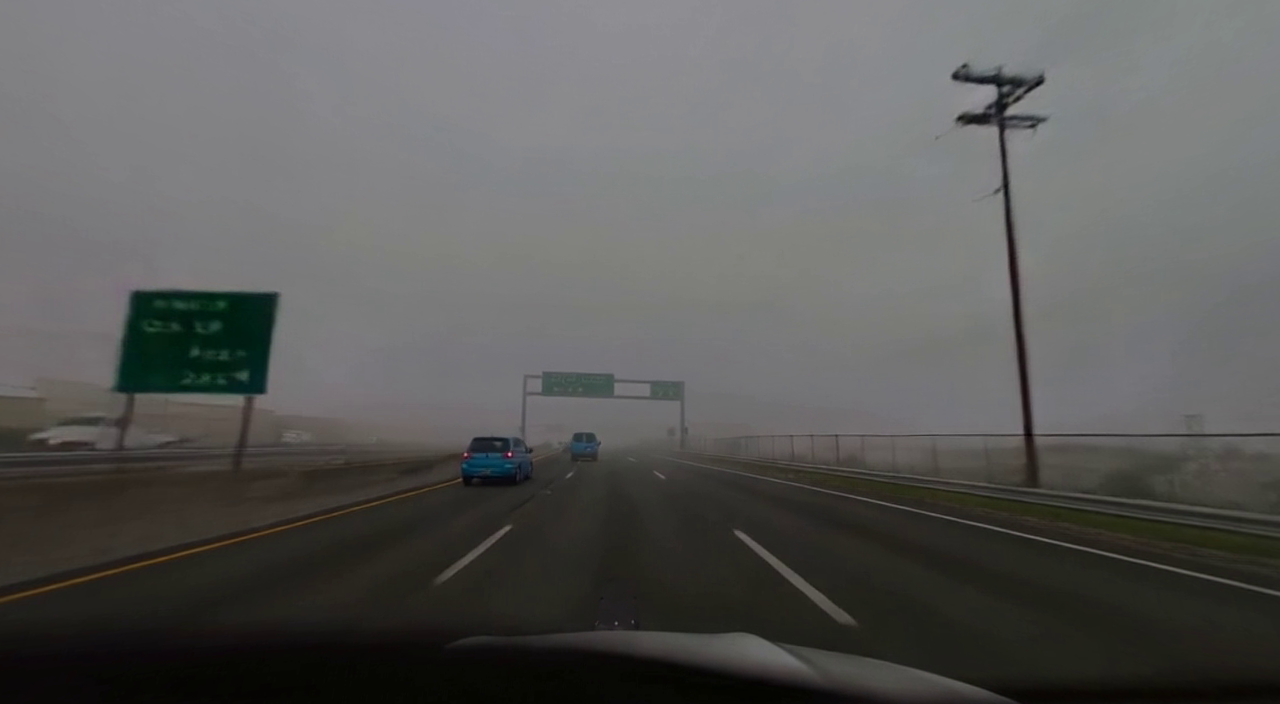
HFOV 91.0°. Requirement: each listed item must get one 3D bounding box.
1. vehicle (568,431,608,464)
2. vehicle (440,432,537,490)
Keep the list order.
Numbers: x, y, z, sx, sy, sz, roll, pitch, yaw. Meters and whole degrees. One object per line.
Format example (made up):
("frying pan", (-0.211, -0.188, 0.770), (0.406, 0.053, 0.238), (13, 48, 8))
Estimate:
("vehicle", (-3.153, 5.928, 39.159), (2.260, 1.901, 4.665), (0, -8, -2))
("vehicle", (-4.473, 3.262, 19.249), (2.045, 1.547, 4.162), (0, -8, -2))
